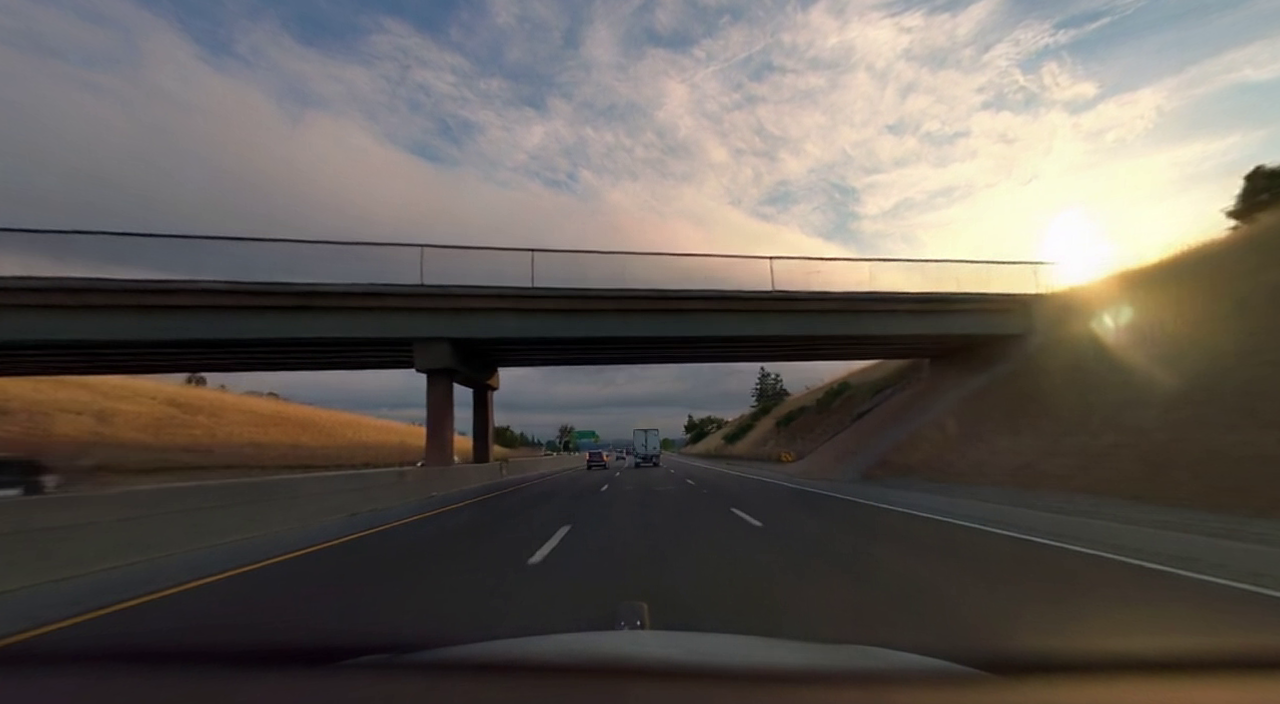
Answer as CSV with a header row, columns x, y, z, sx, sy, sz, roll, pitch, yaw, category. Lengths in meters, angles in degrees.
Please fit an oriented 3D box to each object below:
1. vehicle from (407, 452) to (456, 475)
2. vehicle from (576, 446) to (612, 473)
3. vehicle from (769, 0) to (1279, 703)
x,y,z,sx,sy,sz,roll,pitch,yaw,category
-15.185,8.134,46.259,1.889,1.591,4.713,0,-9,1,vehicle
-2.920,6.948,40.879,2.007,1.647,3.854,0,-9,0,vehicle
4.031,-0.131,3.574,3.131,4.037,16.729,0,-9,0,vehicle
